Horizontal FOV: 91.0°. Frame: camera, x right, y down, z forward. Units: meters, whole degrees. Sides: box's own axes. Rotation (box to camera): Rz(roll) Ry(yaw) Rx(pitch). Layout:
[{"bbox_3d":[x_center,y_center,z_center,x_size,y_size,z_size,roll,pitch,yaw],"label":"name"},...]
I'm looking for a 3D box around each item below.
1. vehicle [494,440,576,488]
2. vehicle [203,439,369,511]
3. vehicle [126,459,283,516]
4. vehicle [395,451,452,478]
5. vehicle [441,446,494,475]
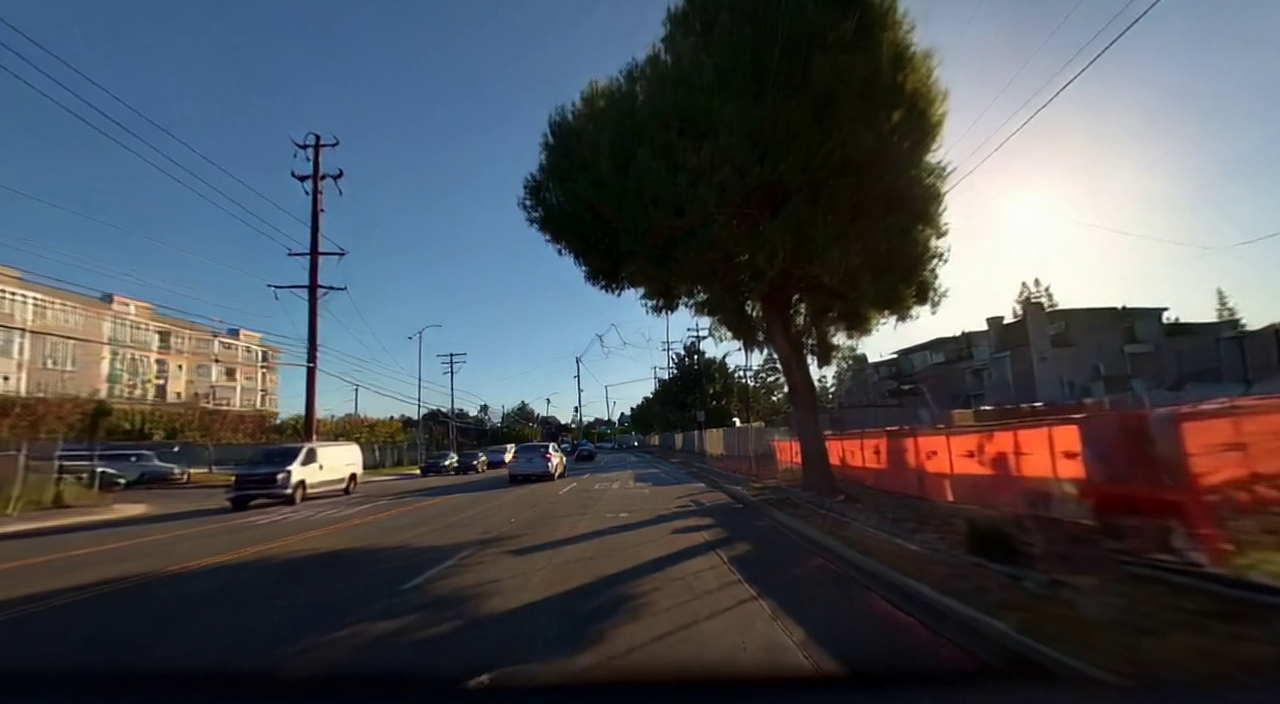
[{"bbox_3d":[-3.575,3.921,22.372,2.020,1.489,4.469,0,-9,2],"label":"vehicle"},{"bbox_3d":[-10.222,3.566,18.763,2.137,1.828,4.754,0,-9,0],"label":"vehicle"},{"bbox_3d":[-13.964,4.329,20.584,1.943,1.506,4.471,1,-9,-1],"label":"vehicle"},{"bbox_3d":[-14.003,7.289,41.031,2.034,1.631,4.845,1,-9,-1],"label":"vehicle"},{"bbox_3d":[-10.731,6.752,39.456,2.022,1.717,4.376,0,-9,1],"label":"vehicle"}]
